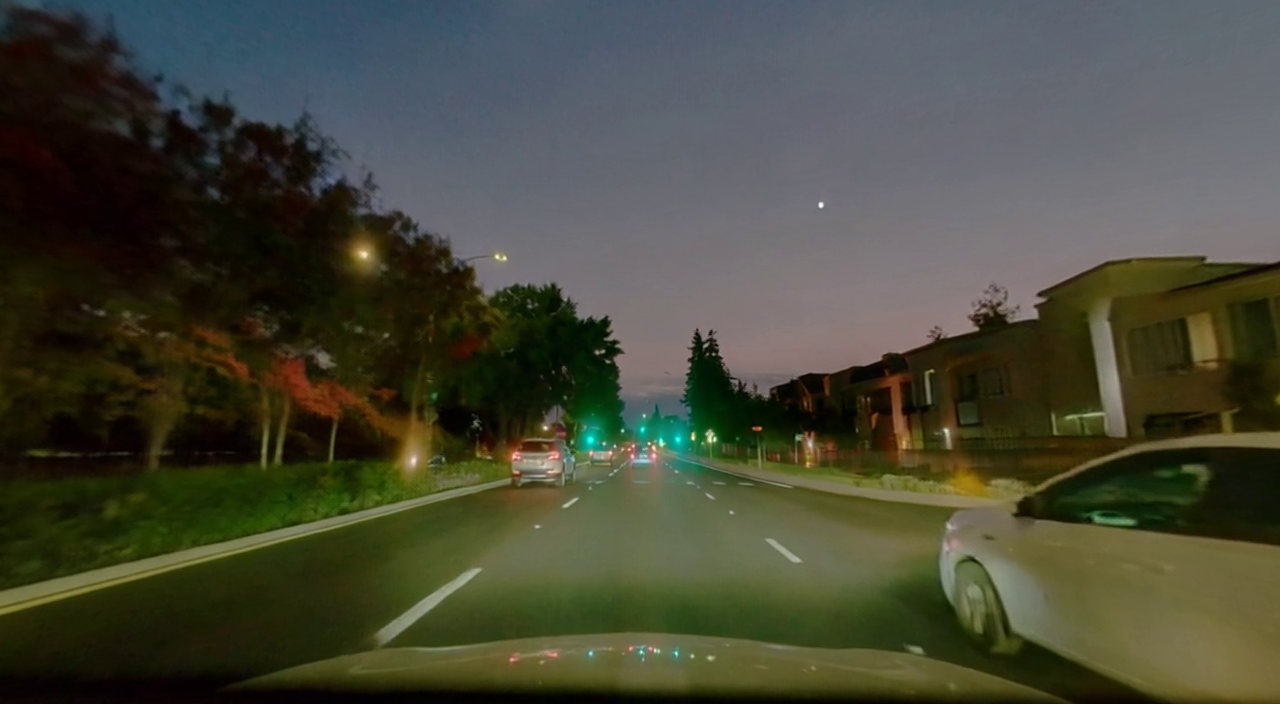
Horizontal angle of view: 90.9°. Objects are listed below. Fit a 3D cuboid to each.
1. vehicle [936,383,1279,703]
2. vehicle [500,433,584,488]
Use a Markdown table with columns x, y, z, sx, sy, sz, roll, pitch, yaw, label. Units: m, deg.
| x | y | z | sx | sy | sz | roll | pitch | yaw | label |
| --- | --- | --- | --- | --- | --- | --- | --- | --- | --- |
| 3.228 | 0.942 | 2.616 | 1.945 | 1.530 | 4.320 | 0 | -8 | 1 | vehicle |
| -3.560 | 4.071 | 23.981 | 2.216 | 1.828 | 4.886 | 0 | -8 | 3 | vehicle |
